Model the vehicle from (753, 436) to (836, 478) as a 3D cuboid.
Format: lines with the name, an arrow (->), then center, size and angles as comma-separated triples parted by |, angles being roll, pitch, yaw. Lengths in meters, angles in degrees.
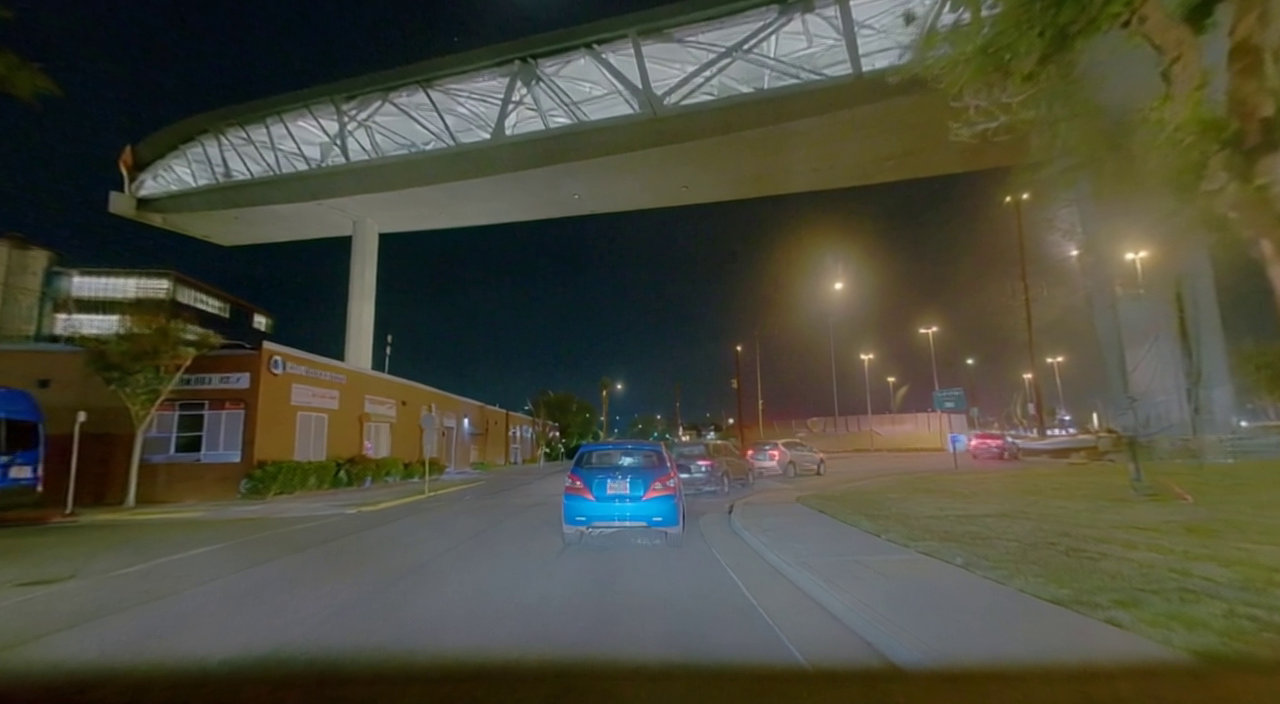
vehicle -> 7.256, 4.853, 29.479 | 1.995, 1.762, 4.310 | -7, -11, 39

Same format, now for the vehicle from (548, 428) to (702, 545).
vehicle -> -0.110, 2.186, 10.975 | 2.087, 1.578, 4.652 | -1, -9, 2

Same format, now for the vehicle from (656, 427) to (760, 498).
vehicle -> 2.279, 3.381, 19.736 | 2.241, 1.885, 4.771 | -3, -9, 18
